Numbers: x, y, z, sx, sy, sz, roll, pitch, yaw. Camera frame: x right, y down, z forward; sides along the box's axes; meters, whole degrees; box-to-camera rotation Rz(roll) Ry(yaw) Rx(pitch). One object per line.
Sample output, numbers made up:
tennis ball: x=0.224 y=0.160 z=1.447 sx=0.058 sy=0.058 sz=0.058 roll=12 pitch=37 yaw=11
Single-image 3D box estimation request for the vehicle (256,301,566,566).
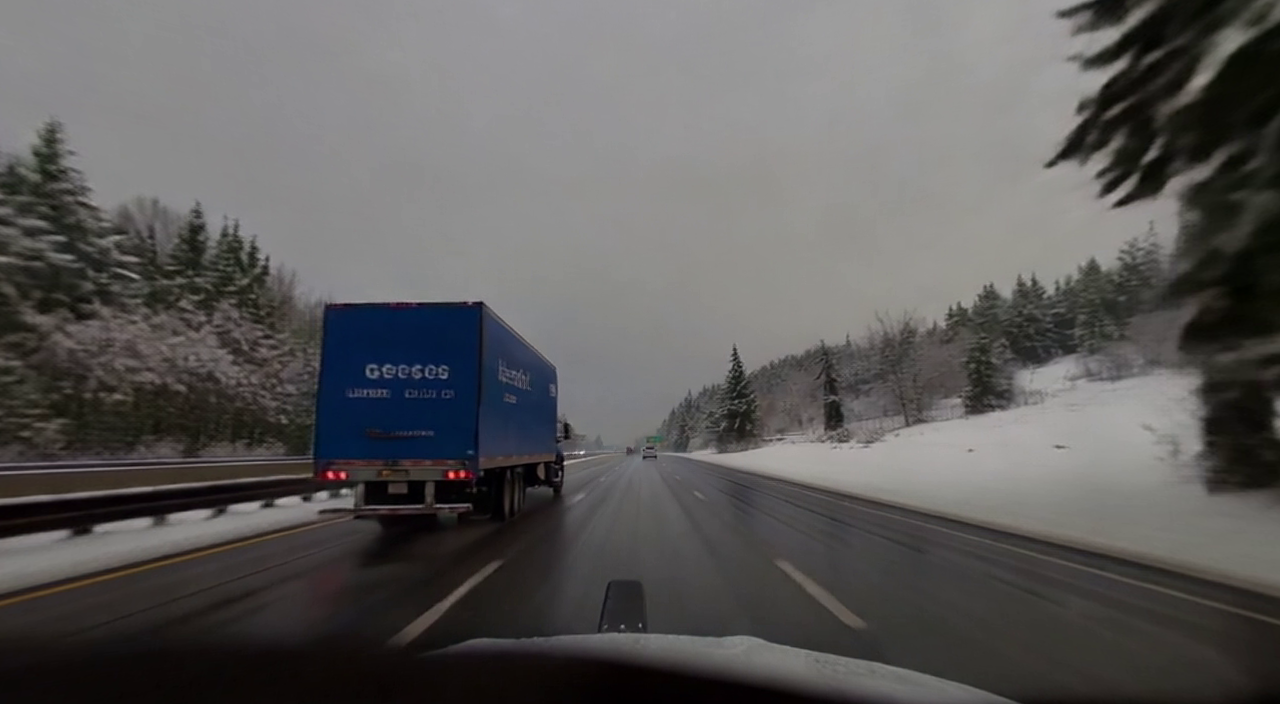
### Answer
vehicle: x=-3.107 y=1.454 z=10.988 sx=2.695 sy=3.151 sz=6.885 roll=0 pitch=-9 yaw=1
